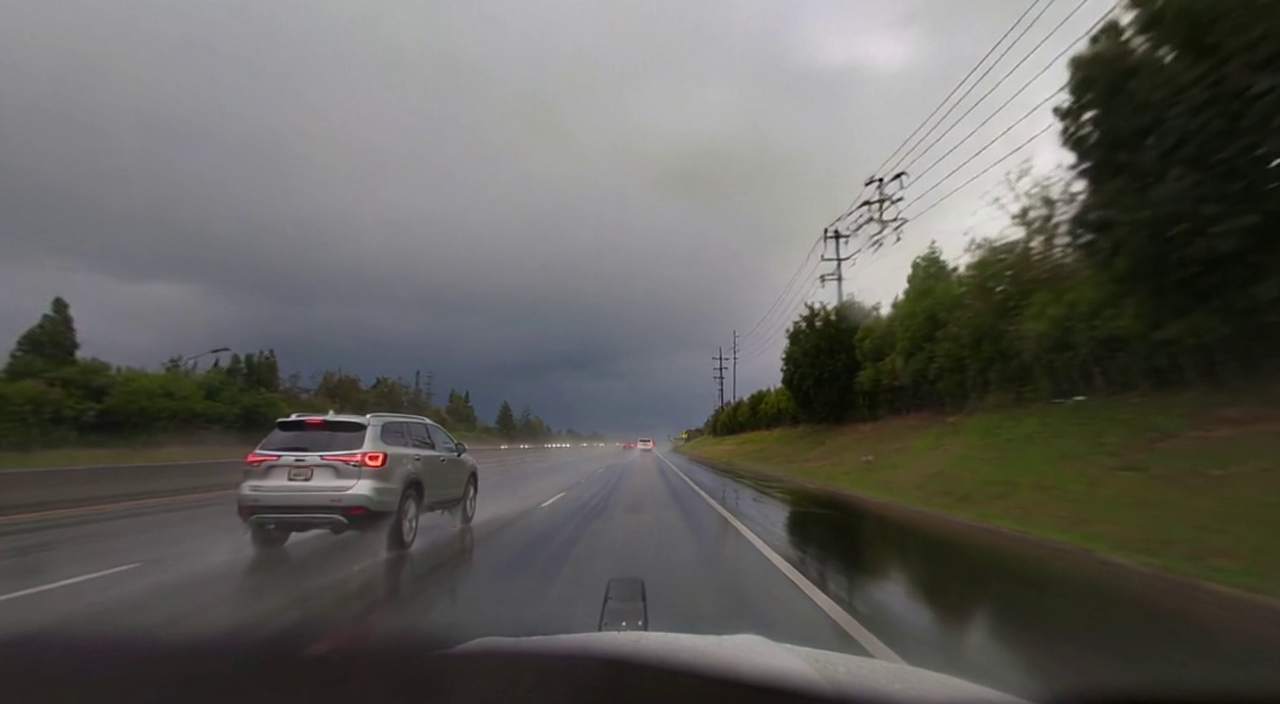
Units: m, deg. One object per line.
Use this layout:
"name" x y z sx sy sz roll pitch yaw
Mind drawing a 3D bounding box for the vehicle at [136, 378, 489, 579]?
"vehicle" -3.842 1.606 8.803 2.136 1.975 5.037 0 -8 1
